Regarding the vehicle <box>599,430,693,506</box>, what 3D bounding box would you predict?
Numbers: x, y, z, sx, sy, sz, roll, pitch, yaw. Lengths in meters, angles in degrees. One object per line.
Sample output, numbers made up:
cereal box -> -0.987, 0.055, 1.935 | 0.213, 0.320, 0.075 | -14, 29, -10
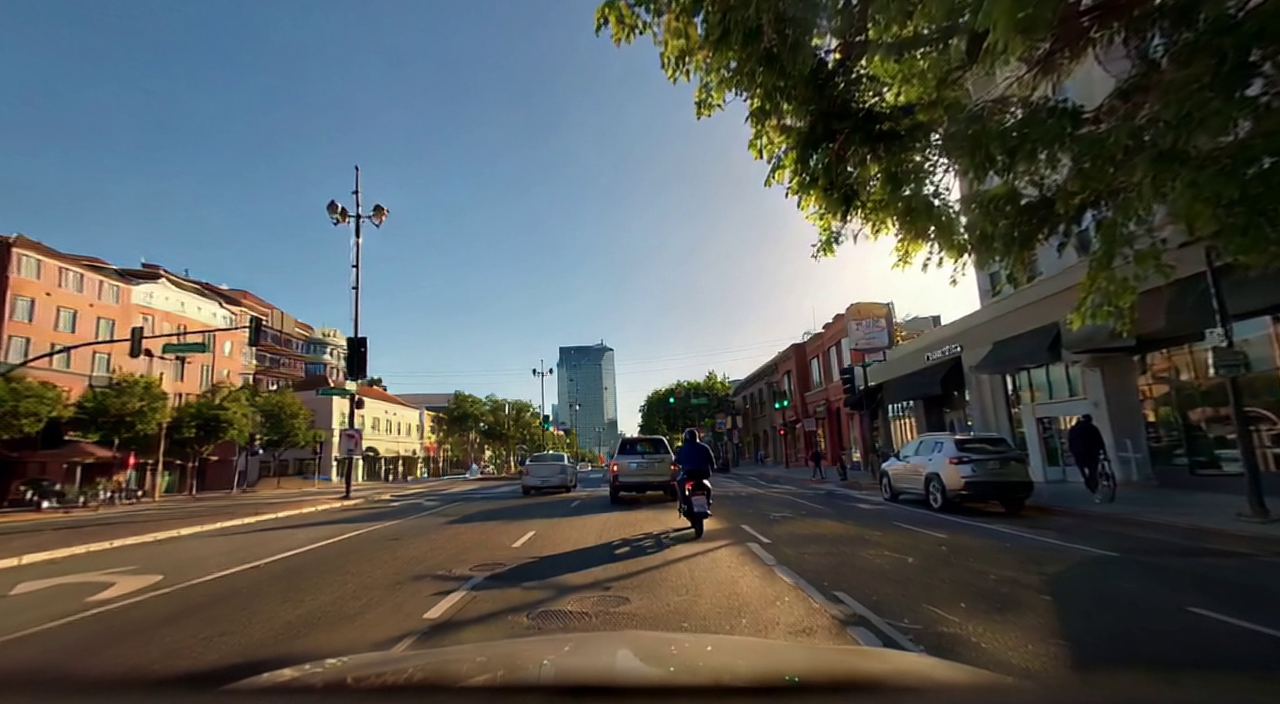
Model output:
vehicle -> 0.160, 3.081, 17.236 | 2.223, 1.775, 4.250 | 0, -8, 0

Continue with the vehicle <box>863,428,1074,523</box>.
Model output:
vehicle -> 7.161, 2.725, 14.600 | 2.018, 1.772, 4.968 | 0, -9, -2

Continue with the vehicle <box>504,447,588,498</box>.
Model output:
vehicle -> -2.990, 3.938, 21.089 | 2.014, 1.470, 4.552 | -1, -8, 1

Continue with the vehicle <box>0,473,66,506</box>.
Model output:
vehicle -> -39.795, 8.661, 39.901 | 4.961, 1.878, 1.967 | 0, -9, -2
